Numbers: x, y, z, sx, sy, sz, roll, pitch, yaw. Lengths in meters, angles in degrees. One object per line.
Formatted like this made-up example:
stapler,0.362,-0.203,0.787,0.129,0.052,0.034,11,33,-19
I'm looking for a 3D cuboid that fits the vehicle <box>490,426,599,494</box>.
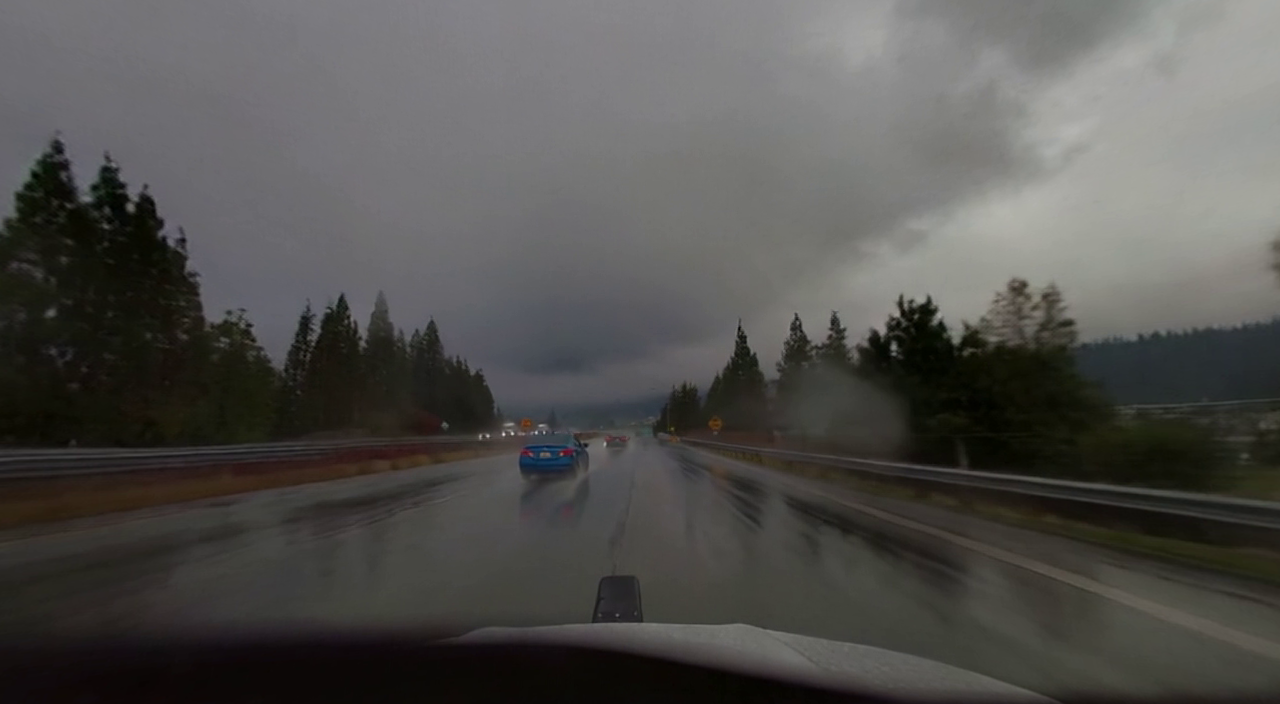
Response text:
vehicle,-2.211,2.626,15.781,1.977,1.443,4.225,0,-8,1
